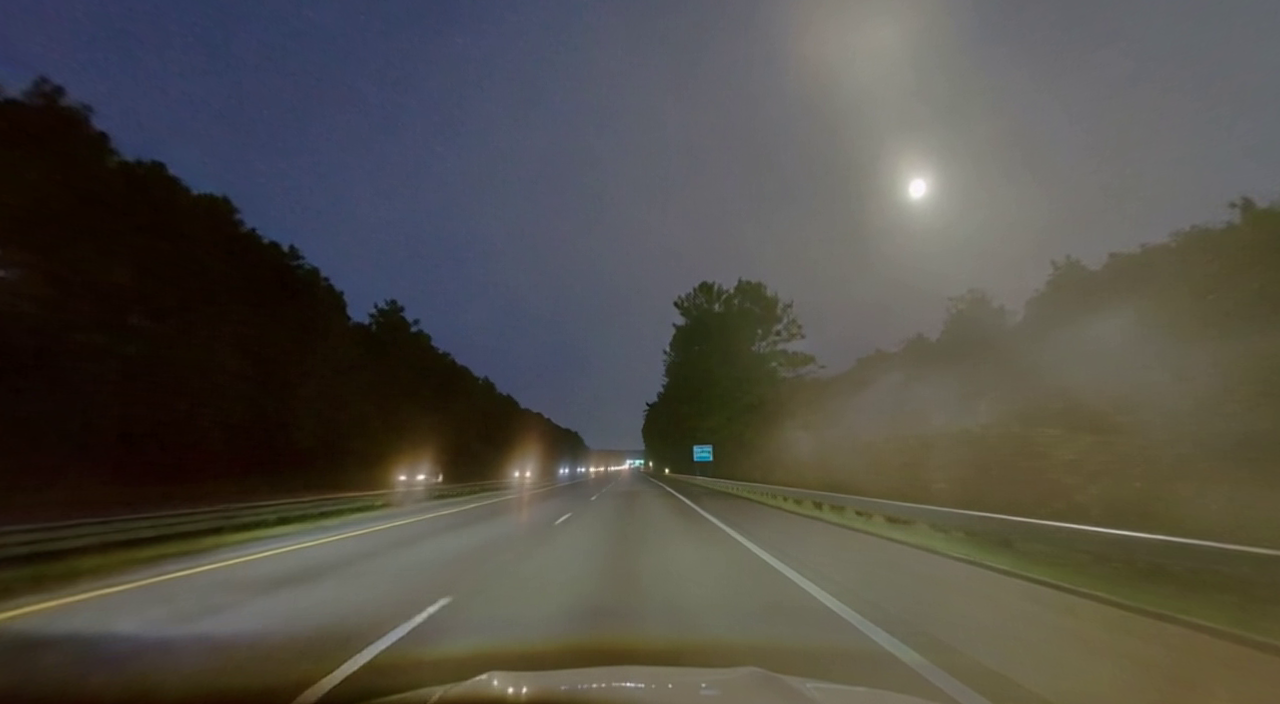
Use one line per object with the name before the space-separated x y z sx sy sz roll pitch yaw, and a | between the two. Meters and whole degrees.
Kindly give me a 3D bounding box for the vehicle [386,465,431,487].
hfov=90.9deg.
vehicle | -17.045 9.121 46.582 1.822 1.505 3.806 1 -10 0
